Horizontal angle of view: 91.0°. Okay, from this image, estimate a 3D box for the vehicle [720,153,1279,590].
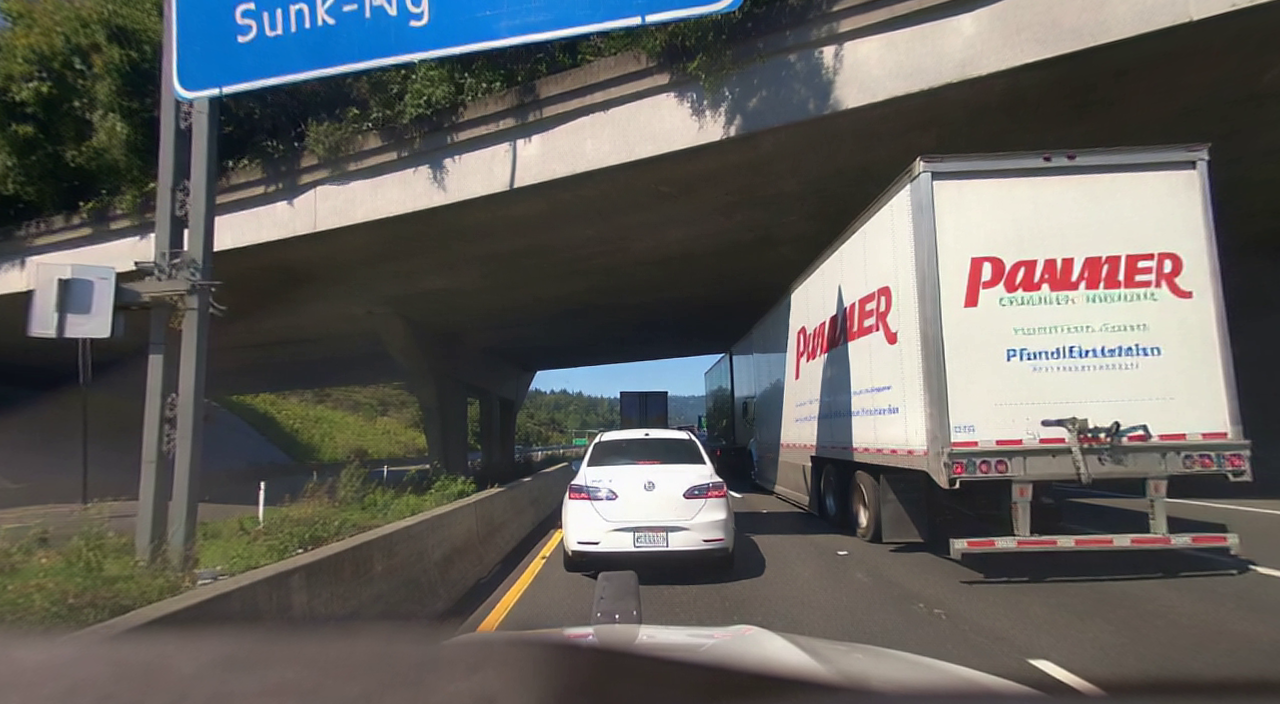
[{"bbox_3d":[4.189,1.077,12.955,2.827,4.081,14.305,0,-8,-2],"label":"vehicle"}]

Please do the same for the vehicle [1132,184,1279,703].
[{"bbox_3d":[4.730,0.109,0.629,2.892,2.615,6.650,0,-8,-2],"label":"vehicle"}]

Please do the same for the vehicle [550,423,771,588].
[{"bbox_3d":[0.177,1.683,7.706,2.045,1.490,3.597,-1,-8,0],"label":"vehicle"}]
